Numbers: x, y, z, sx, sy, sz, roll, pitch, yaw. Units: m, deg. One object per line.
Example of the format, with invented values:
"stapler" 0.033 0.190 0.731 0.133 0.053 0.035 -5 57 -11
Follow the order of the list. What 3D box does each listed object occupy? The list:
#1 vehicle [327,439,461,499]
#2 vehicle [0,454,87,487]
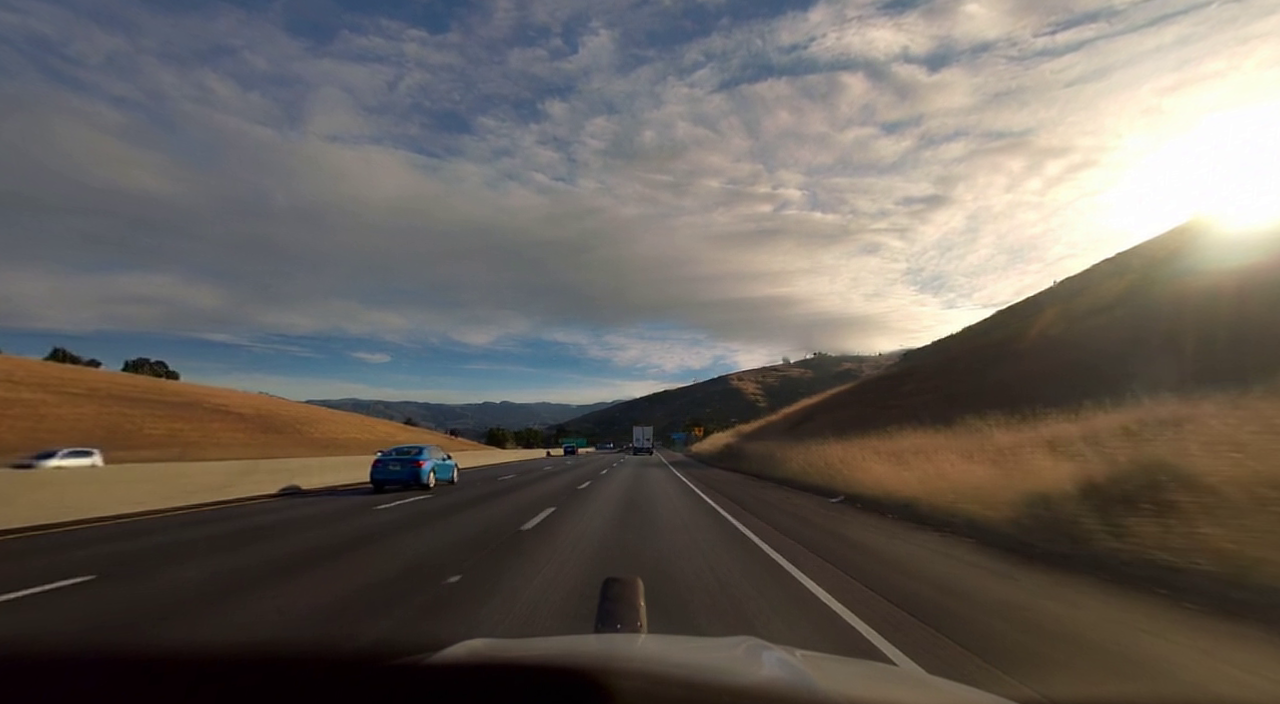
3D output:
"vehicle" -7.127 3.415 18.871 2.096 1.541 4.610 0 -8 1
"vehicle" -31.734 6.118 32.815 1.801 1.506 4.441 0 -8 0
